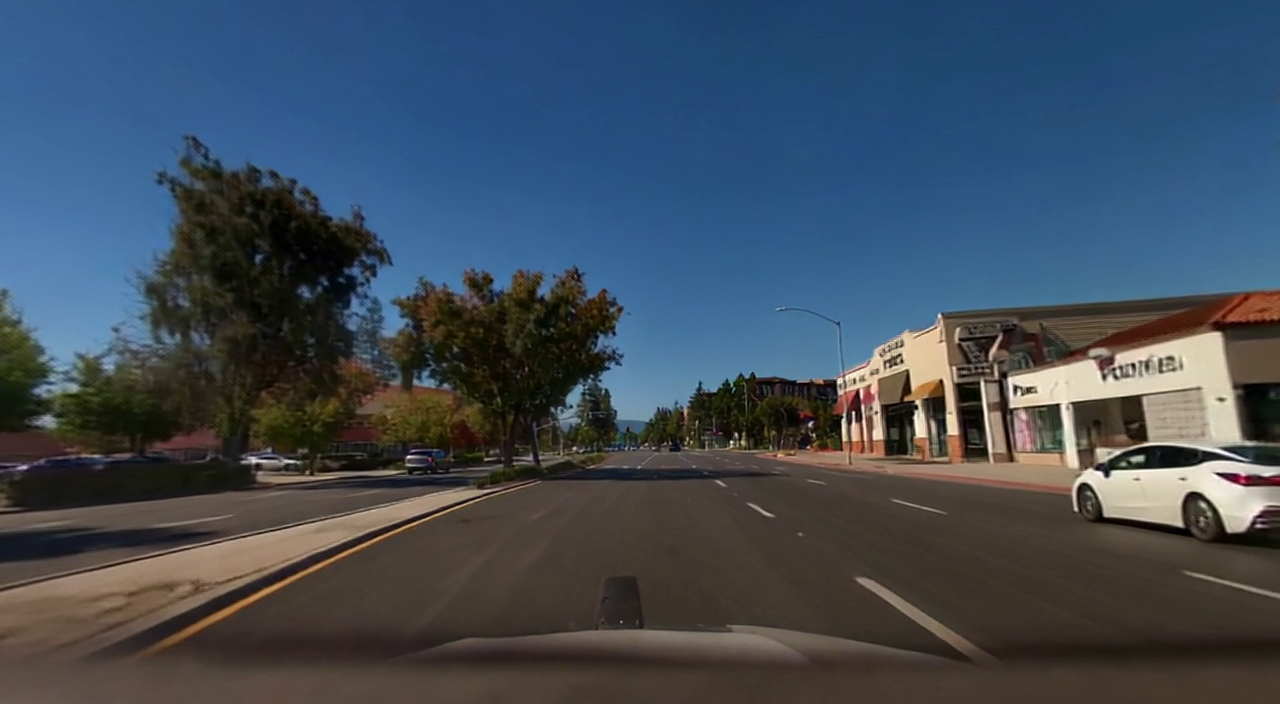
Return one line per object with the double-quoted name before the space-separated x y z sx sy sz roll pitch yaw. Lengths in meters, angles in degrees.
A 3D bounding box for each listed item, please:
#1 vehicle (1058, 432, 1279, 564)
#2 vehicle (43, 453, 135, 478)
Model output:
"vehicle" 8.135 1.867 8.695 1.936 1.460 4.258 0 -8 2
"vehicle" -38.694 7.962 44.439 4.594 1.564 1.900 -1 -8 -2
